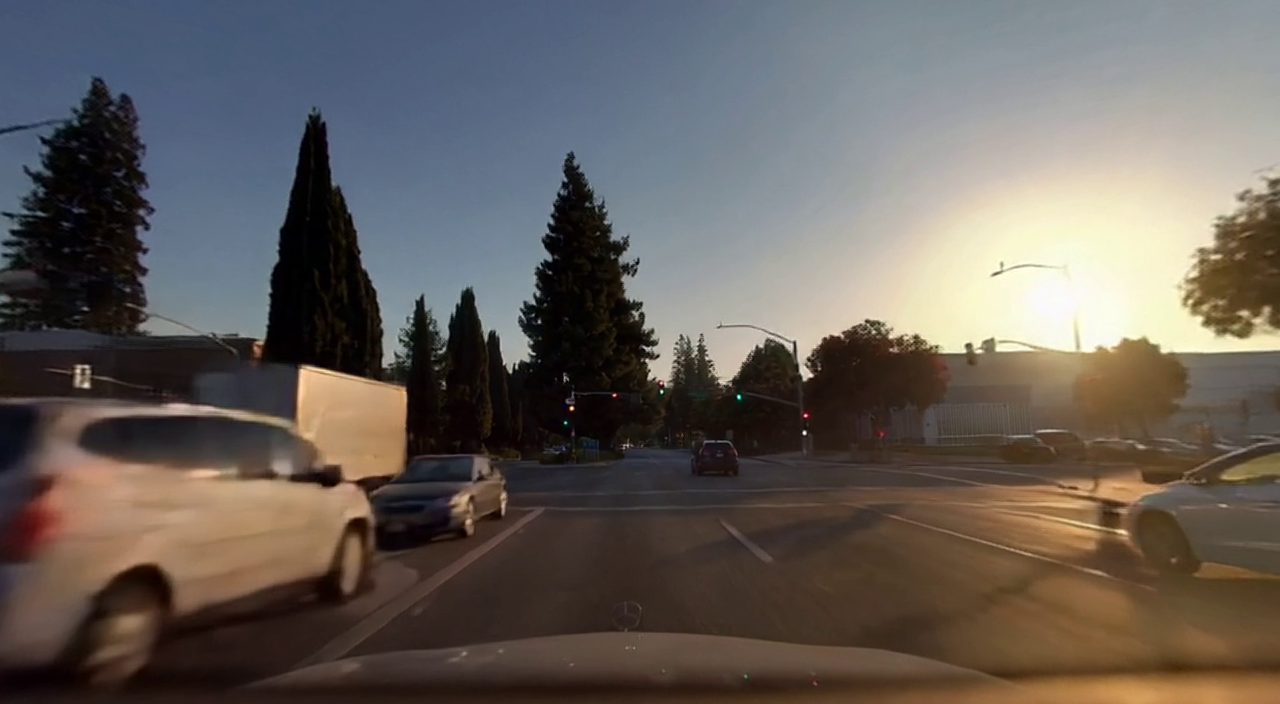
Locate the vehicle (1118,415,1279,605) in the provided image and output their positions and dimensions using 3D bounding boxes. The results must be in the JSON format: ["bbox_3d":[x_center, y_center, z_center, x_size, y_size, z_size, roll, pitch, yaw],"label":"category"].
[{"bbox_3d":[6.495,1.288,5.000,2.000,1.618,4.238,0,-9,-1],"label":"vehicle"}]

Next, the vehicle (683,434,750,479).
[{"bbox_3d":[3.170,4.452,27.173,2.095,1.759,4.862,0,-9,-2],"label":"vehicle"}]

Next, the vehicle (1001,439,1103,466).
[{"bbox_3d":[23.318,5.698,35.872,4.411,1.464,1.938,0,-9,-1],"label":"vehicle"}]

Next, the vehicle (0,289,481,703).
[{"bbox_3d":[-2.987,1.098,4.300,2.313,1.752,6.152,0,-9,-1],"label":"vehicle"}]
